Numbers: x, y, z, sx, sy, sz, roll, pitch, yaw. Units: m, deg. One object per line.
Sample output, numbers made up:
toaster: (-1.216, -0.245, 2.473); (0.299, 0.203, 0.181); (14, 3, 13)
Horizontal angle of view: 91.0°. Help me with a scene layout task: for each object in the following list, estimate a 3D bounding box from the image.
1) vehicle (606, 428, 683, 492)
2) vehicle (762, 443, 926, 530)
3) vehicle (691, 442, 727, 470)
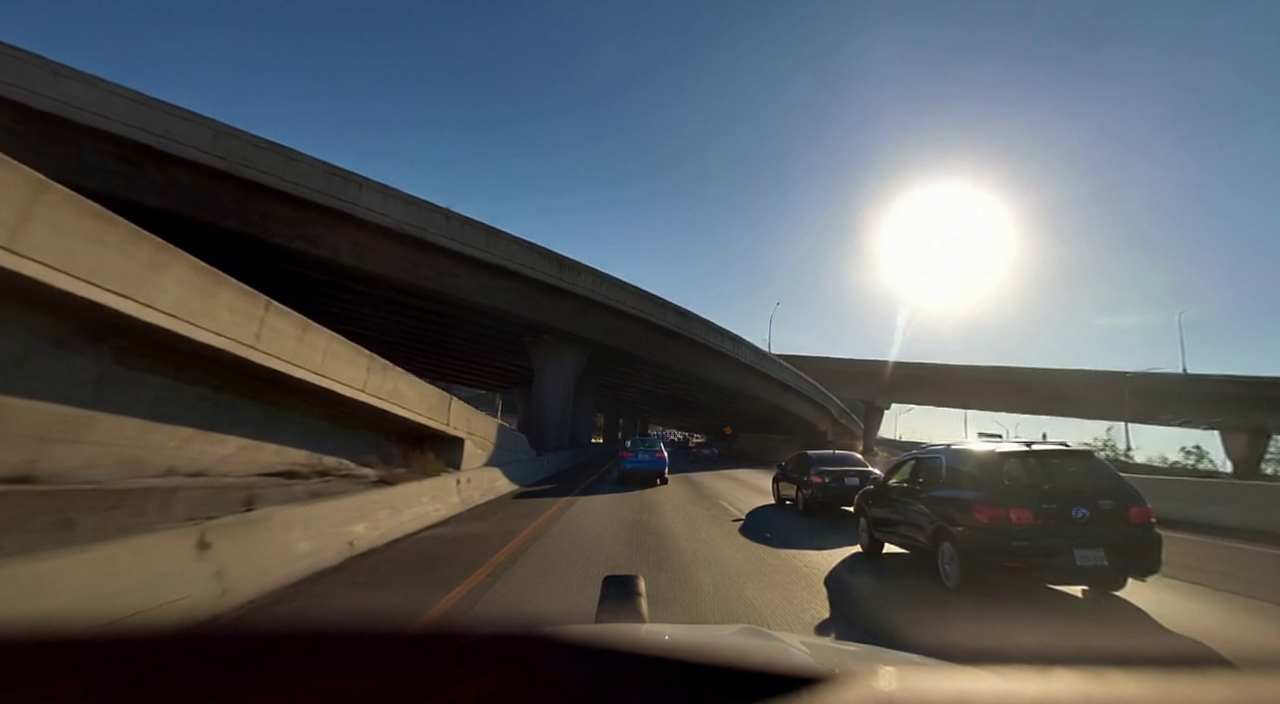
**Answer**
vehicle: (0.171, 3.529, 20.834); (2.264, 1.841, 4.583); (0, -9, 1)
vehicle: (3.982, 2.668, 13.118); (2.047, 1.500, 4.017); (0, -9, 0)
vehicle: (4.392, 6.734, 40.786); (2.047, 1.700, 4.069); (0, -9, 2)
